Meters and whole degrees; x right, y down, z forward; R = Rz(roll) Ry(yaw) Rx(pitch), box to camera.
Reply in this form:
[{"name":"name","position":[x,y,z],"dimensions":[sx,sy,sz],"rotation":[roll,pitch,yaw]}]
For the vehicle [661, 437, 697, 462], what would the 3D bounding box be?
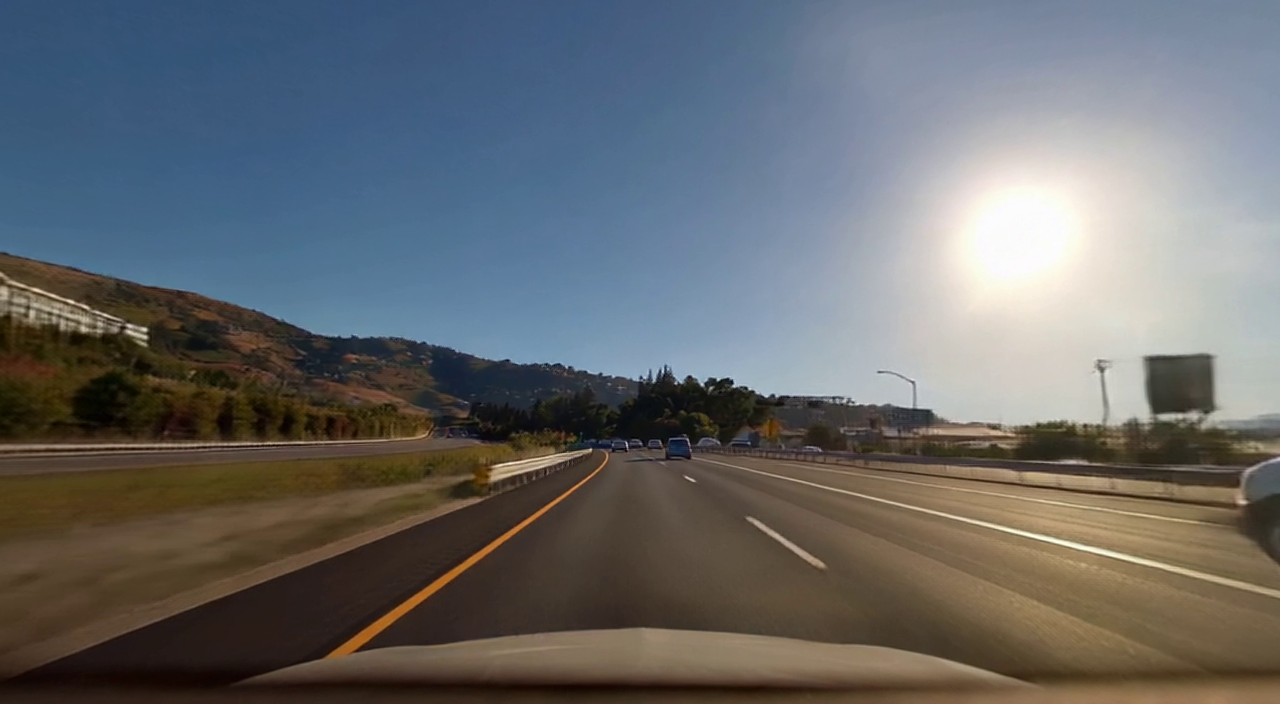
[{"name":"vehicle","position":[2.852,7.300,47.362],"dimensions":[2.210,1.815,4.571],"rotation":[0,-8,-3]}]
